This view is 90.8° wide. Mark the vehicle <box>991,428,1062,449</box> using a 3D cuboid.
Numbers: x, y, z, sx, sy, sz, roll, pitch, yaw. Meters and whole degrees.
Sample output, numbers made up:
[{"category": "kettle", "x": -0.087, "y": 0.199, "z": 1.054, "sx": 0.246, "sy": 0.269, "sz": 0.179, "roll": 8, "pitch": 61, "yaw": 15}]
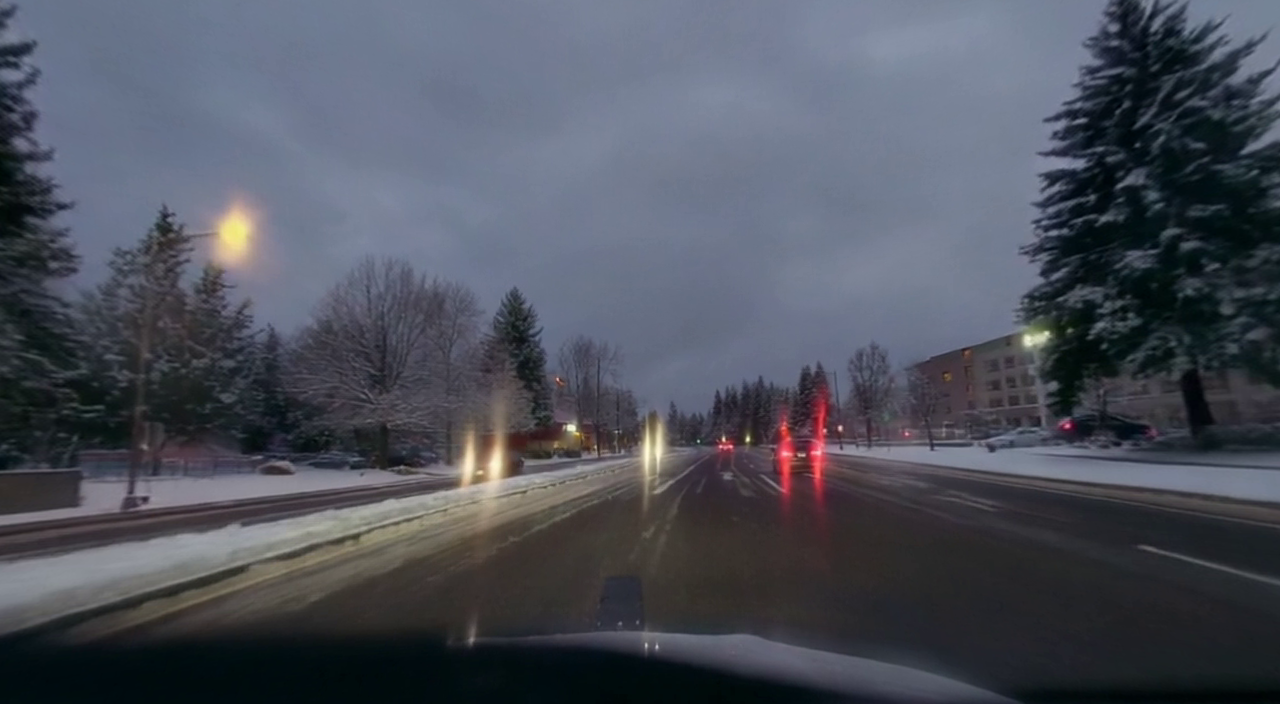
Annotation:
[{"category": "vehicle", "x": 27.637, "y": 6.212, "z": 45.211, "sx": 3.881, "sy": 1.410, "sz": 1.702, "roll": -1, "pitch": -9, "yaw": 5}]

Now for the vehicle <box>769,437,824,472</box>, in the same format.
[{"category": "vehicle", "x": 7.832, "y": 5.154, "z": 32.021, "sx": 2.181, "sy": 1.639, "sz": 4.127, "roll": -1, "pitch": -9, "yaw": 7}]

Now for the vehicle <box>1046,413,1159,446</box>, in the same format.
[{"category": "vehicle", "x": 25.945, "y": 4.408, "z": 35.599, "sx": 4.440, "sy": 1.725, "sz": 2.255, "roll": -2, "pitch": -9, "yaw": 8}]
